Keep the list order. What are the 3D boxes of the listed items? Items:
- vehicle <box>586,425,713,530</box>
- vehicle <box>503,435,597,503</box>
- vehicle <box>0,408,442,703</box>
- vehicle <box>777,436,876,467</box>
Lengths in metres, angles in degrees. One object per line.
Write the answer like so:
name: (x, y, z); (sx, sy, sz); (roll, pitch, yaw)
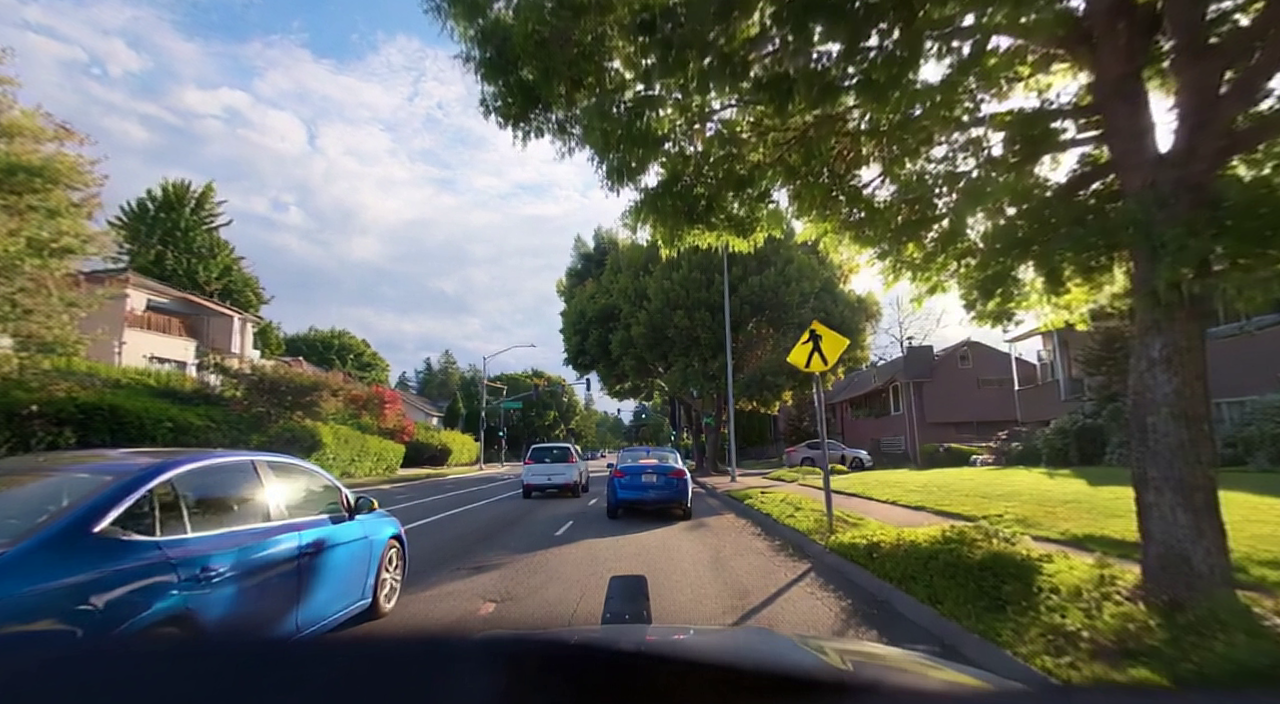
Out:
vehicle: (0.204, 2.398, 12.576); (2.120, 1.718, 3.909); (-1, -8, 2)
vehicle: (-2.478, 3.349, 18.508); (2.000, 1.737, 4.133); (-1, -8, 2)
vehicle: (-2.855, 1.140, 3.375); (1.968, 1.472, 4.685); (-1, -8, 1)
vehicle: (9.523, 5.127, 32.394); (4.456, 1.504, 1.914); (0, -8, 1)
